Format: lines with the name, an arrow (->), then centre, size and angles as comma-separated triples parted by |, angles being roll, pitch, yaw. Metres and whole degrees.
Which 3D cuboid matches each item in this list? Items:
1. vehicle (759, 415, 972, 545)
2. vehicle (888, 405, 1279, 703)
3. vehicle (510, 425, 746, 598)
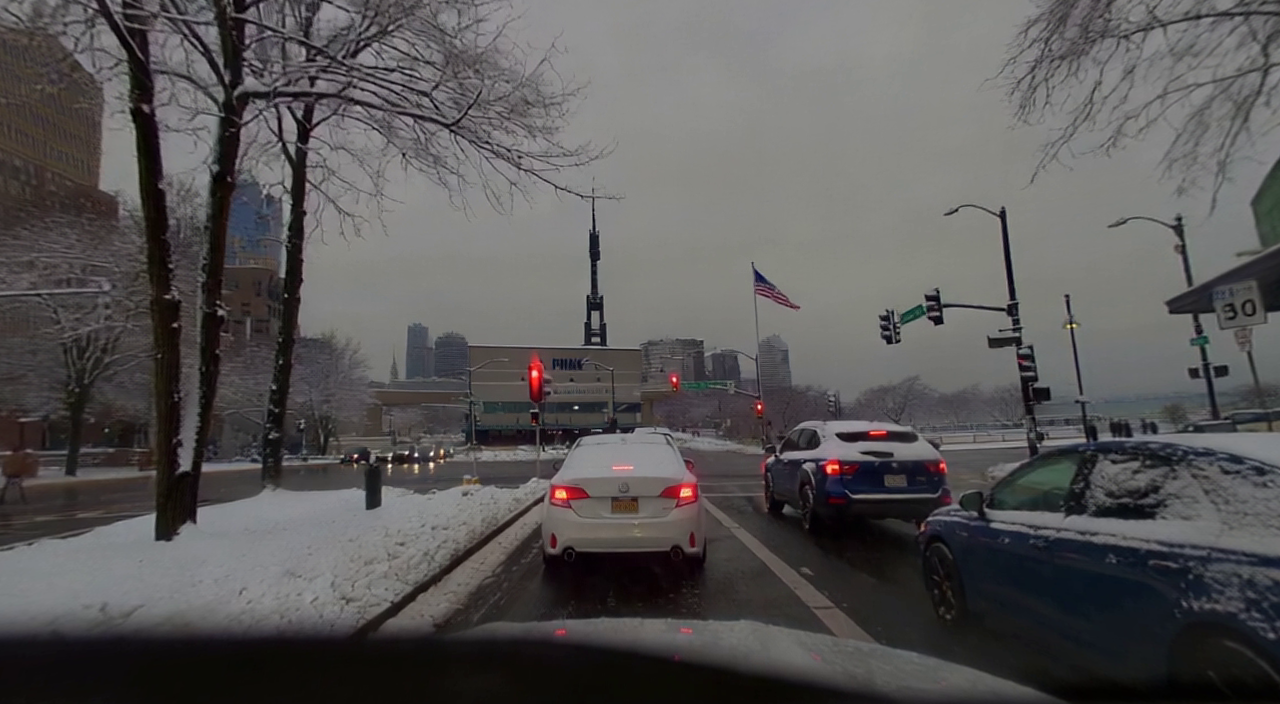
vehicle -> 3.502, 2.079, 10.934 | 1.978, 1.738, 4.599 | 0, -8, 0
vehicle -> 3.379, 1.177, 4.011 | 1.833, 1.465, 4.258 | 0, -8, -1
vehicle -> -0.109, 1.702, 7.570 | 2.096, 1.521, 3.747 | 0, -8, 0
